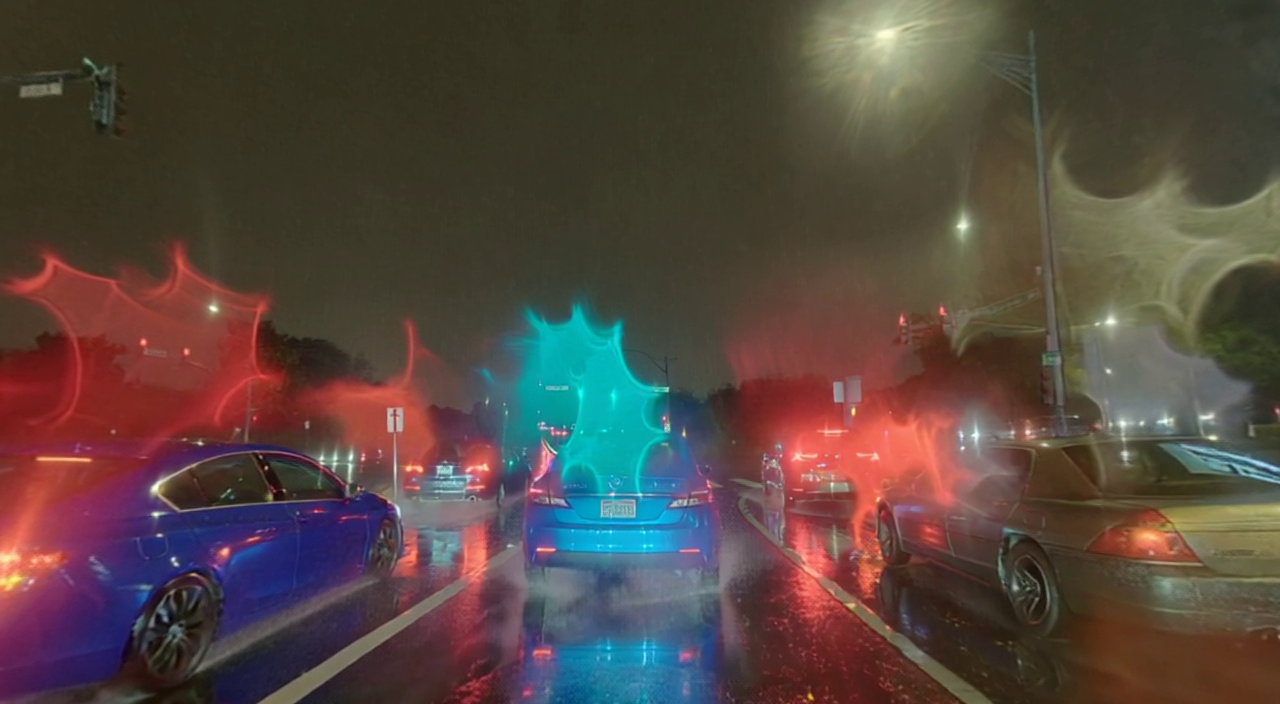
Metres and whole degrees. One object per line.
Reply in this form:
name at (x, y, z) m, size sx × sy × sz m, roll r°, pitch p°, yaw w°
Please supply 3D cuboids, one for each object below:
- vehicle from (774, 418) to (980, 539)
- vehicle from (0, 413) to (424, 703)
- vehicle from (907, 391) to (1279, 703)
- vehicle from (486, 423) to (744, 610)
vehicle at (3.781, 2.095, 11.017) m, size 2.007 × 1.683 × 4.171 m, roll 0°, pitch -8°, yaw 1°
vehicle at (-3.400, 1.299, 4.723) m, size 1.980 × 1.454 × 4.226 m, roll 0°, pitch -8°, yaw 1°
vehicle at (3.421, 1.069, 3.515) m, size 1.981 × 1.499 × 4.536 m, roll -1°, pitch -8°, yaw 2°
vehicle at (-0.184, 1.614, 7.108) m, size 2.059 × 1.477 × 3.988 m, roll 0°, pitch -8°, yaw 1°
